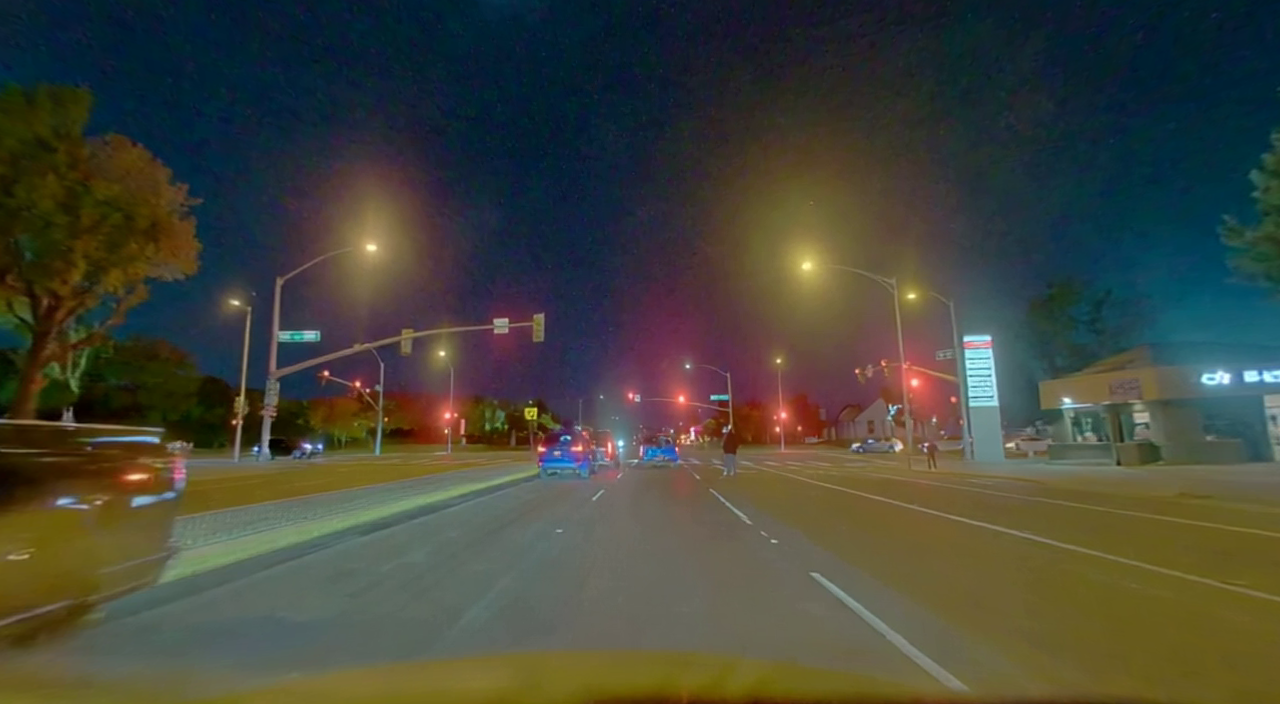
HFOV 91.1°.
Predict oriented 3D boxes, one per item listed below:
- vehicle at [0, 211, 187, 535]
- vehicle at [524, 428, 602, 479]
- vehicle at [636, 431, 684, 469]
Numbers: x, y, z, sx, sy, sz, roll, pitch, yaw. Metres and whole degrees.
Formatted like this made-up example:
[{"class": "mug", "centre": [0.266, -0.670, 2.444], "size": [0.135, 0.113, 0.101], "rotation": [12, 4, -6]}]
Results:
[{"class": "vehicle", "centre": [-9.405, -0.120, 5.172], "size": [3.054, 3.962, 11.136], "rotation": [0, -8, -1]}, {"class": "vehicle", "centre": [-2.711, 3.717, 23.218], "size": [2.006, 1.707, 4.448], "rotation": [-1, -8, 4]}, {"class": "vehicle", "centre": [0.969, 4.868, 31.361], "size": [2.204, 1.738, 4.690], "rotation": [0, -8, 1]}]
